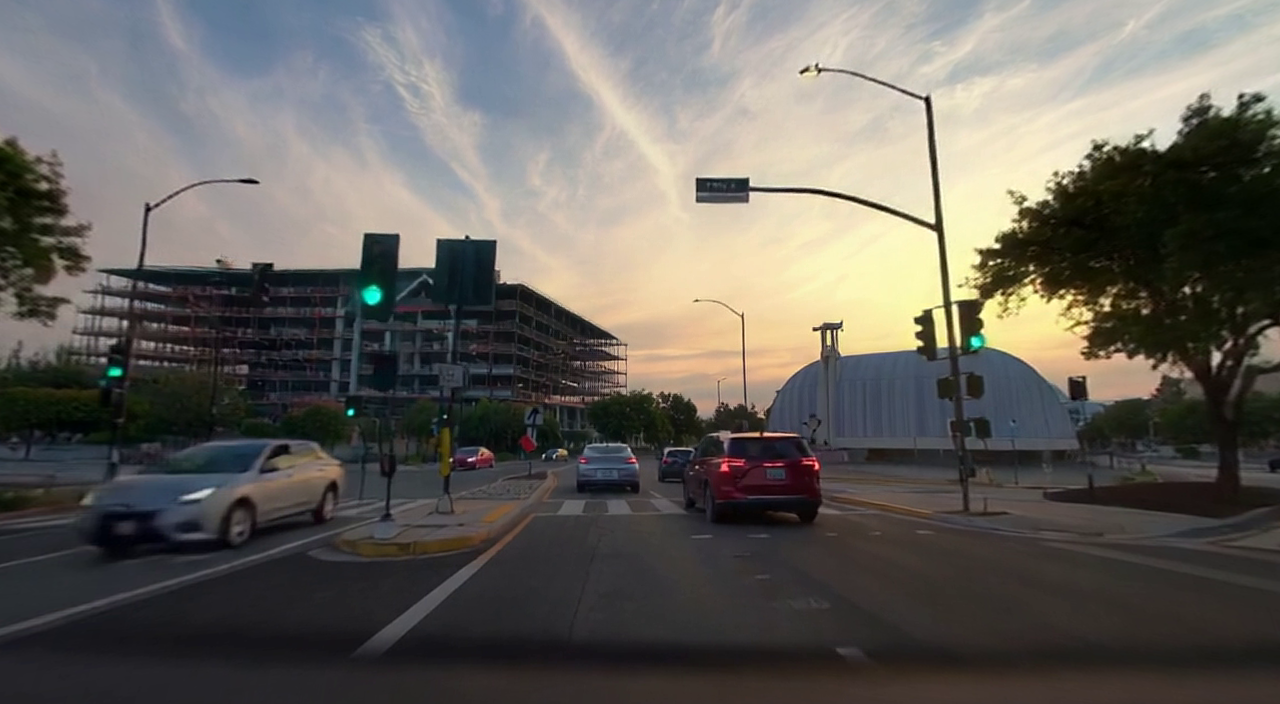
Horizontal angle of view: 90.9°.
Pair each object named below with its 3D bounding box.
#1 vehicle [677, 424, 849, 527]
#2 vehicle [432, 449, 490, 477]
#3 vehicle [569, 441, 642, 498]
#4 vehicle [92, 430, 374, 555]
[{"bbox_3d":[2.334,2.561,13.628,2.320,1.772,4.872,0,-9,-5],"label":"vehicle"},{"bbox_3d":[-10.756,6.687,38.251,2.121,1.513,4.827,-1,-9,0],"label":"vehicle"},{"bbox_3d":[-1.204,3.762,20.553,2.132,1.632,3.889,0,-9,-5],"label":"vehicle"},{"bbox_3d":[-6.338,2.201,10.568,2.092,1.629,4.133,0,-9,-3],"label":"vehicle"}]
